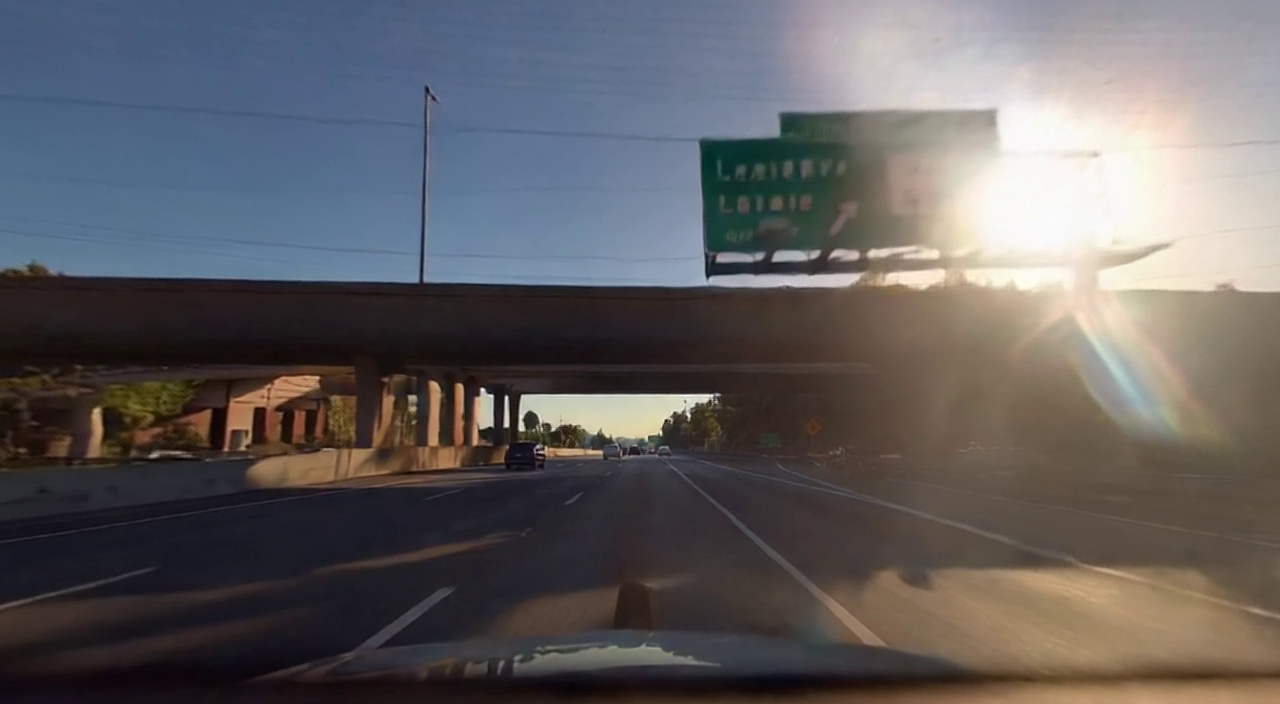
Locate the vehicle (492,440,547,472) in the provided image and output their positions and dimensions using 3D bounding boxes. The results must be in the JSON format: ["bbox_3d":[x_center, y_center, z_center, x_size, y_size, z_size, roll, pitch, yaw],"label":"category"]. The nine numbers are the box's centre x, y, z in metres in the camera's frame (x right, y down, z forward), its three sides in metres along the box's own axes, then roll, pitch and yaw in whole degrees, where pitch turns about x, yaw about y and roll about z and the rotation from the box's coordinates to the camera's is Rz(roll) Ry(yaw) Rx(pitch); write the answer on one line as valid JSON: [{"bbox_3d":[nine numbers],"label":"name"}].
[{"bbox_3d":[-6.875,5.992,36.521,2.118,1.696,4.836,0,-9,2],"label":"vehicle"}]

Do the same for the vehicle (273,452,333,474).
[{"bbox_3d":[-25.010,8.213,46.934,1.858,1.522,4.542,0,-9,1],"label":"vehicle"}]
